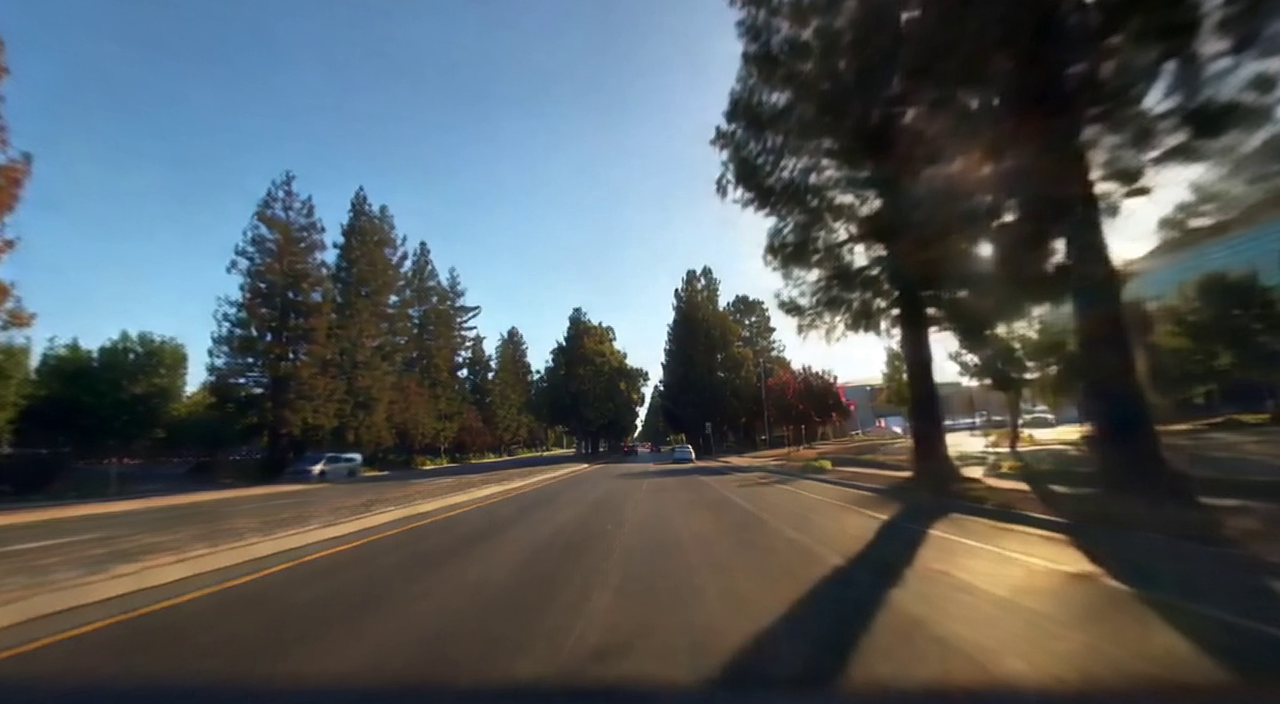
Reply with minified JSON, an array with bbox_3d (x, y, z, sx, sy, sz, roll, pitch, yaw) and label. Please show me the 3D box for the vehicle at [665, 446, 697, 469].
[{"bbox_3d":[2.773,7.211,43.486,1.925,1.488,4.271,0,-8,0],"label":"vehicle"}]
